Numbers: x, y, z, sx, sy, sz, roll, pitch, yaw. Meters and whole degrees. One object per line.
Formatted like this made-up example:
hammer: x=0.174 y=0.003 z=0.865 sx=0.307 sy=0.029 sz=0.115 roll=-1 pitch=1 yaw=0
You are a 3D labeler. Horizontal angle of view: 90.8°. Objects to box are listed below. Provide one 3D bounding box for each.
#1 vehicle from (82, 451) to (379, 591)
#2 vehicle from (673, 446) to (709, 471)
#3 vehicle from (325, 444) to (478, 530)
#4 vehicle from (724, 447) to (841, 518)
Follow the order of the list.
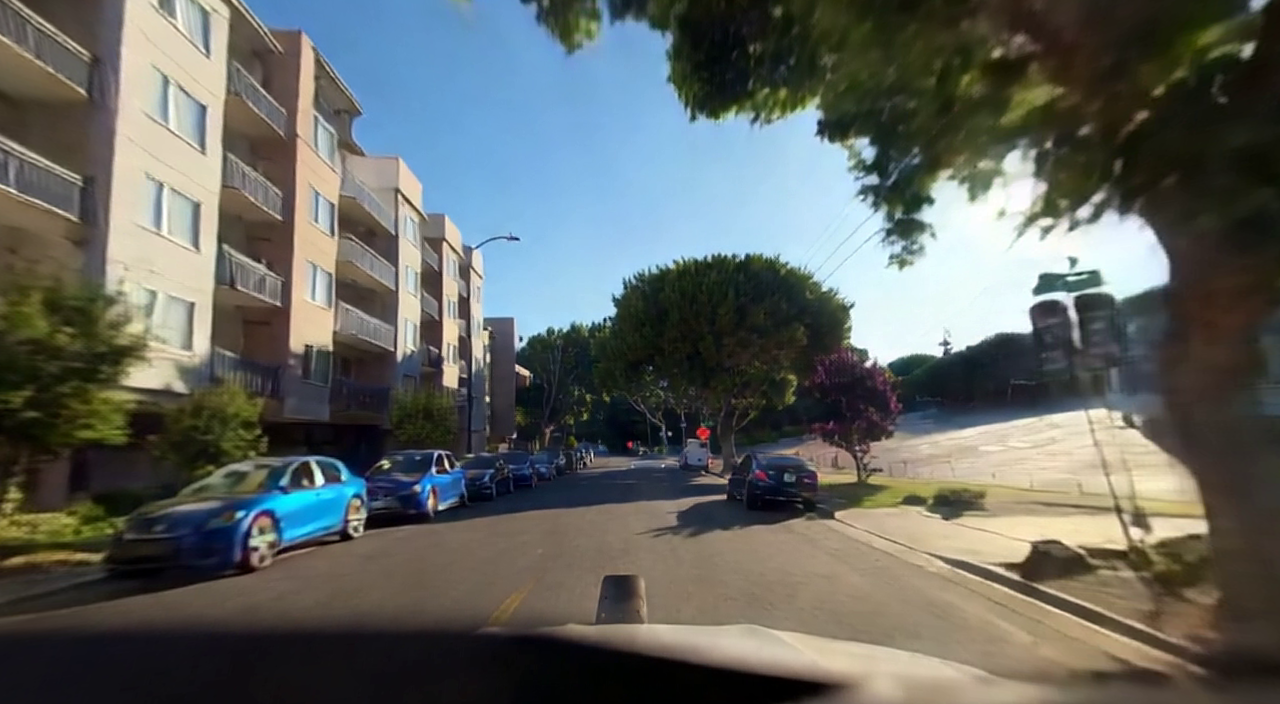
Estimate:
vehicle: x=-5.214 y=2.123 z=8.687 sx=1.722 sy=1.491 sz=3.431 roll=0 pitch=-9 yaw=0
vehicle: x=3.501 y=7.433 z=44.239 sx=1.951 sy=1.654 sz=4.146 roll=1 pitch=-9 yaw=-3
vehicle: x=-4.983 y=2.823 z=13.841 sx=1.782 sy=1.585 sz=3.962 roll=0 pitch=-9 yaw=0
vehicle: x=3.329 y=3.116 z=15.623 sx=1.835 sy=1.490 sz=4.134 roll=0 pitch=-9 yaw=-1
